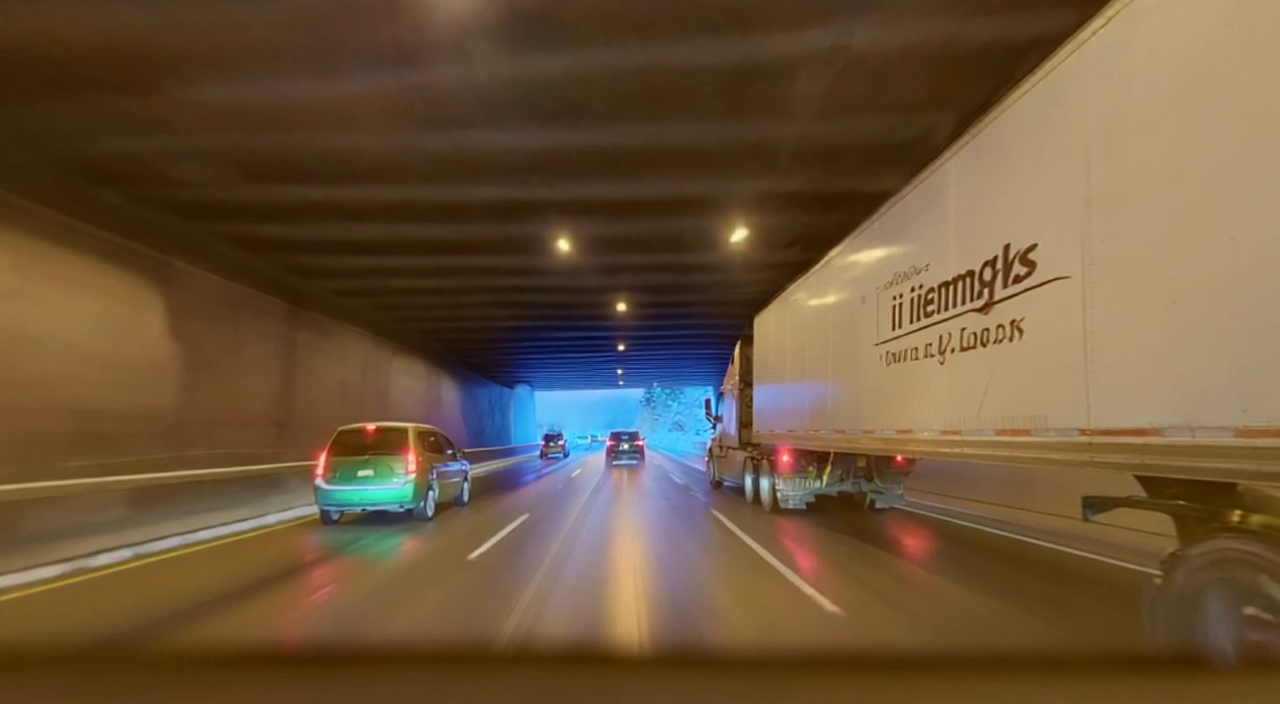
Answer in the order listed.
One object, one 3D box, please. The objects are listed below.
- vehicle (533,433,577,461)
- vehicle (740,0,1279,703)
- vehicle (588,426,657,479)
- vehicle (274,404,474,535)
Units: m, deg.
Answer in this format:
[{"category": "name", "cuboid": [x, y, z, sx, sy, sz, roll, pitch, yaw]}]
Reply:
[{"category": "vehicle", "cuboid": [-4.720, 5.362, 35.693, 2.019, 1.435, 4.317, 0, -8, -2]}, {"category": "vehicle", "cuboid": [3.728, 0.136, 6.296, 2.842, 4.108, 14.081, 0, -8, -1]}, {"category": "vehicle", "cuboid": [-0.559, 3.335, 21.084, 2.094, 1.600, 3.666, 0, -8, -1]}, {"category": "vehicle", "cuboid": [-3.859, 1.735, 9.737, 1.826, 1.695, 2.870, 0, -8, -1]}]
